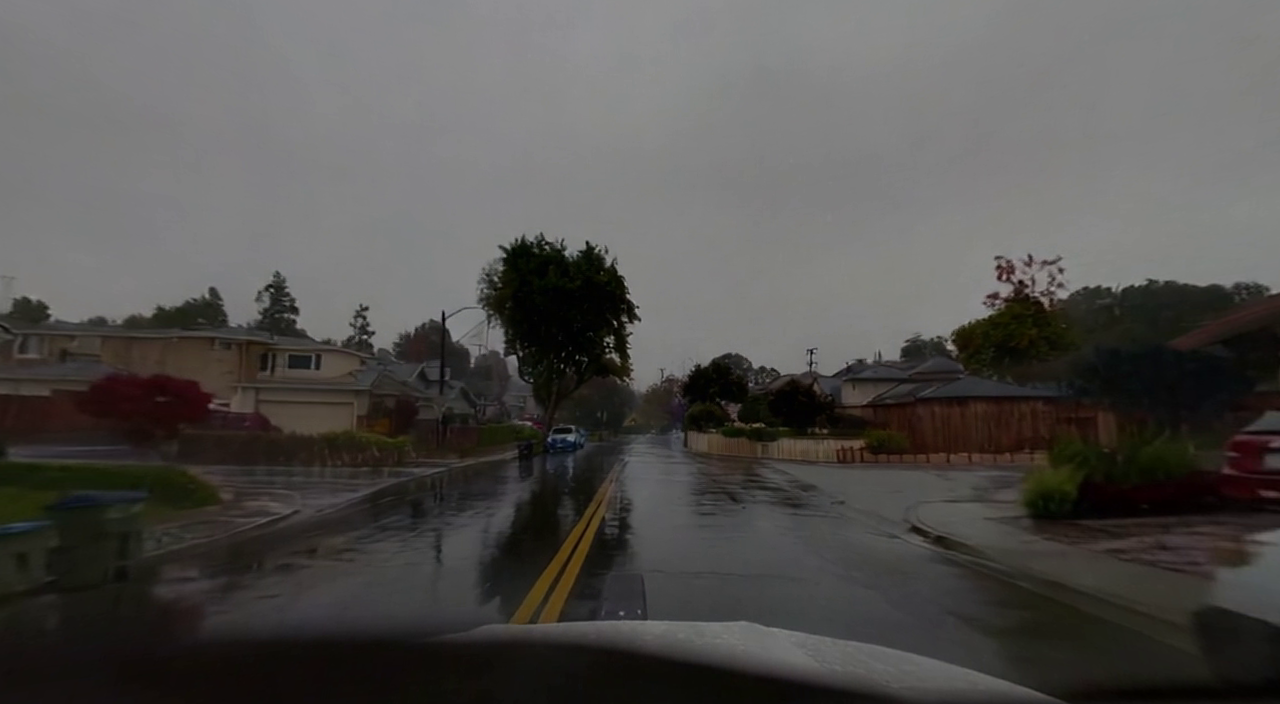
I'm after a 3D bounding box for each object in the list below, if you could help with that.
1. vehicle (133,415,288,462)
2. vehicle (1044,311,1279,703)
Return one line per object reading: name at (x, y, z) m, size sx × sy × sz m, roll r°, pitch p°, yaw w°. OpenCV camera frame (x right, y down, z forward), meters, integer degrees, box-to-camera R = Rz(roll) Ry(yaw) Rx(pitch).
vehicle at (-17.357, 3.554, 25.710) m, size 4.722 × 1.730 × 2.109 m, roll 0°, pitch -11°, yaw 2°
vehicle at (3.026, 0.521, 0.319) m, size 2.074 × 1.646 × 5.457 m, roll 2°, pitch -7°, yaw 0°
